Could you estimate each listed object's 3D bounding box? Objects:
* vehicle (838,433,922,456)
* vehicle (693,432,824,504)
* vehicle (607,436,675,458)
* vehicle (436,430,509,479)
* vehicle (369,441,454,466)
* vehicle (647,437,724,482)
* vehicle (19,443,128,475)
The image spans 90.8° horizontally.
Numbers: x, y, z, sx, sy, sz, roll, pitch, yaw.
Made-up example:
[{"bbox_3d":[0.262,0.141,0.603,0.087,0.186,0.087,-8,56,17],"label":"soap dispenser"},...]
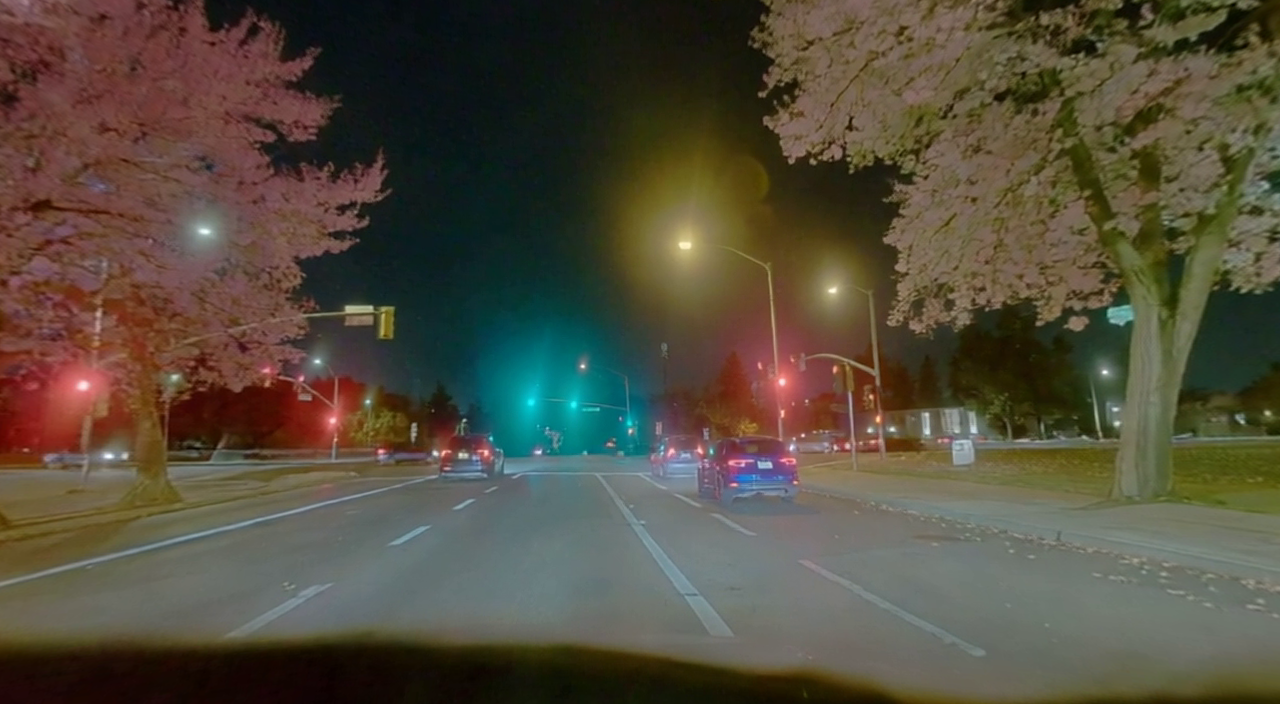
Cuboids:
[{"bbox_3d":[16.031,6.170,42.273,4.829,1.470,1.874,1,-8,-6],"label":"vehicle"},{"bbox_3d":[2.733,2.797,15.703,2.019,1.518,4.285,1,-9,-6],"label":"vehicle"},{"bbox_3d":[0.011,6.615,43.899,4.549,1.439,1.794,1,-8,-6],"label":"vehicle"},{"bbox_3d":[-6.438,3.982,24.780,1.995,1.703,4.367,1,-8,-5],"label":"vehicle"},{"bbox_3d":[-14.049,6.263,39.022,4.526,1.452,1.920,1,-8,-6],"label":"vehicle"},{"bbox_3d":[1.515,3.822,22.778,2.007,1.466,4.291,1,-9,-6],"label":"vehicle"},{"bbox_3d":[-32.785,6.178,36.651,4.263,1.769,1.870,1,-8,-6],"label":"vehicle"}]
